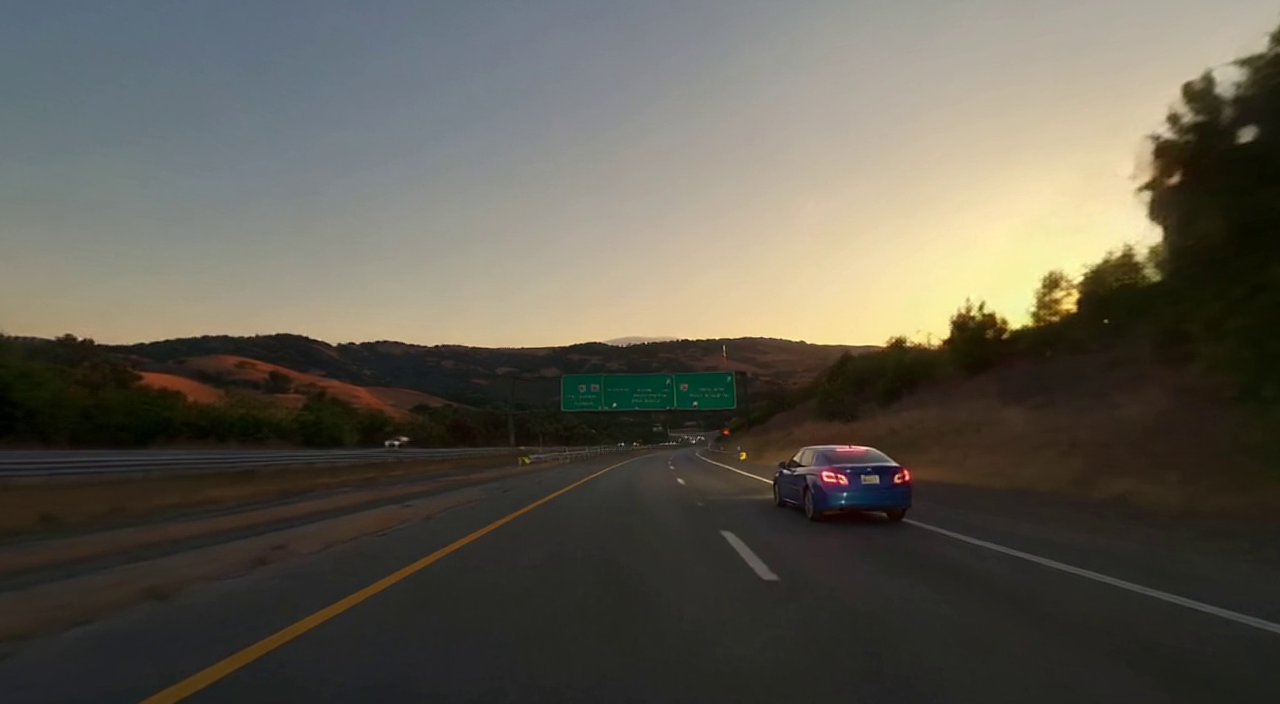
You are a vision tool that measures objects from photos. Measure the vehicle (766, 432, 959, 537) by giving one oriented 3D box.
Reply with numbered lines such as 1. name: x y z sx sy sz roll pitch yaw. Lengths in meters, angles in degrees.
1. vehicle: 3.658 2.238 11.277 1.997 1.515 4.025 0 -8 0
